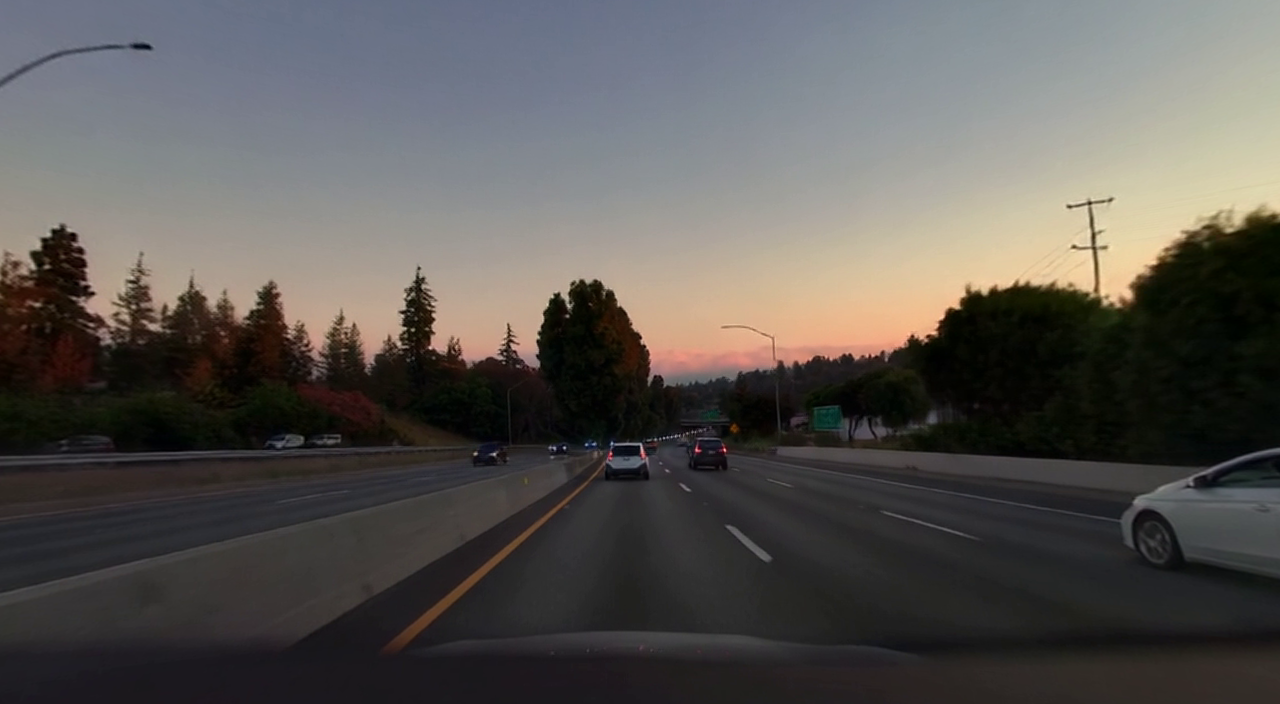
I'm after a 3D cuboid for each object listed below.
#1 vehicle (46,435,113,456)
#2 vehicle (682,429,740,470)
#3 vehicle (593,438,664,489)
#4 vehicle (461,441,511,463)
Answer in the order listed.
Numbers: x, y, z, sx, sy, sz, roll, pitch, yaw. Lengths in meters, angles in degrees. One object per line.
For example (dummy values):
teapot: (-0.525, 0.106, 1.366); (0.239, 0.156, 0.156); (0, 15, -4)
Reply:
vehicle: (-39.903, 6.656, 45.023); (3.229, 1.360, 1.533); (-1, -8, -1)
vehicle: (3.363, 4.765, 30.884); (2.186, 1.842, 4.553); (0, -8, -1)
vehicle: (-0.316, 3.496, 20.162); (2.040, 1.451, 3.736); (0, -8, 0)
vehicle: (-11.179, 7.298, 46.283); (2.393, 1.522, 4.808); (0, -8, 0)
